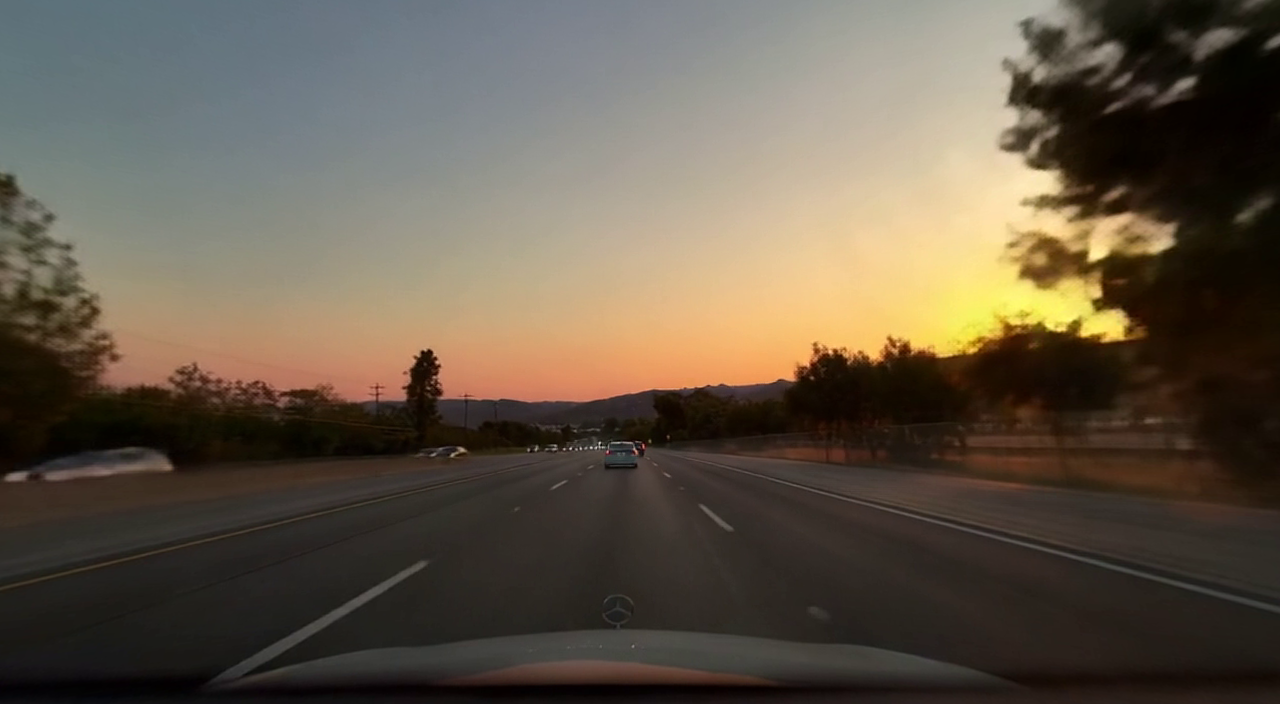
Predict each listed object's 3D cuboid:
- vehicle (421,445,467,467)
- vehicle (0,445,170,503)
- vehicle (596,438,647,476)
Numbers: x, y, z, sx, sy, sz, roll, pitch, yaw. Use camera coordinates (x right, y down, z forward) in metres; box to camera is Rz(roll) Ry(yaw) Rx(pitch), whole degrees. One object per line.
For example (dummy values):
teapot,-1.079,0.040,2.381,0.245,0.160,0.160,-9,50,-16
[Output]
vehicle,-13.962,7.403,44.853,1.882,1.474,4.369,-1,-9,-1
vehicle,-17.597,3.797,19.953,1.919,1.589,4.272,0,-9,-1
vehicle,-0.792,4.603,27.615,2.095,1.537,4.017,0,-9,-1
